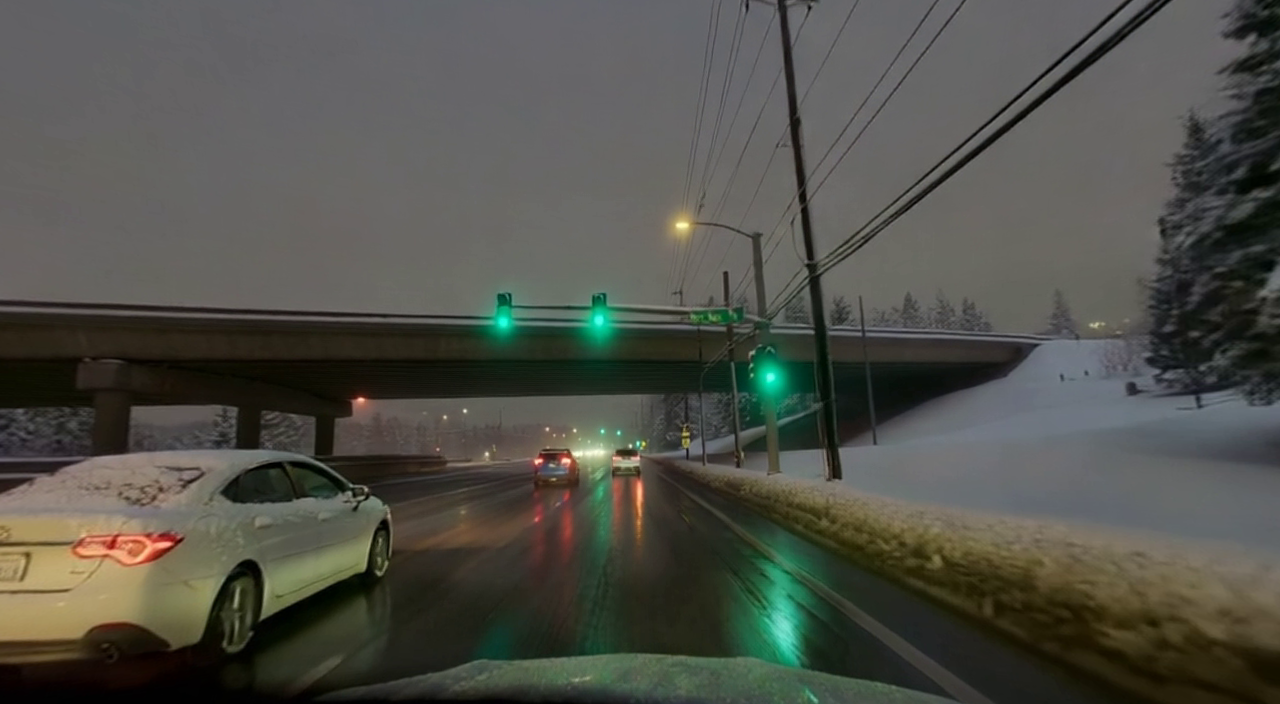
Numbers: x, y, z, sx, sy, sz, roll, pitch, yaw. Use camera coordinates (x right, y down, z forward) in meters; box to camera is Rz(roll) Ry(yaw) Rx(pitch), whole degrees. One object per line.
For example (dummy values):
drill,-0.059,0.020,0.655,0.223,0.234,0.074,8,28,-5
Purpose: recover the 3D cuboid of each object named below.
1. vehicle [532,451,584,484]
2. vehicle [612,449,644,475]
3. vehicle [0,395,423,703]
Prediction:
vehicle,-3.859,5.477,30.266,1.946,1.437,4.154,0,-8,0
vehicle,-0.796,7.082,40.906,1.985,1.565,3.968,0,-9,-2
vehicle,-3.573,1.375,5.394,1.925,1.666,4.271,0,-9,0
